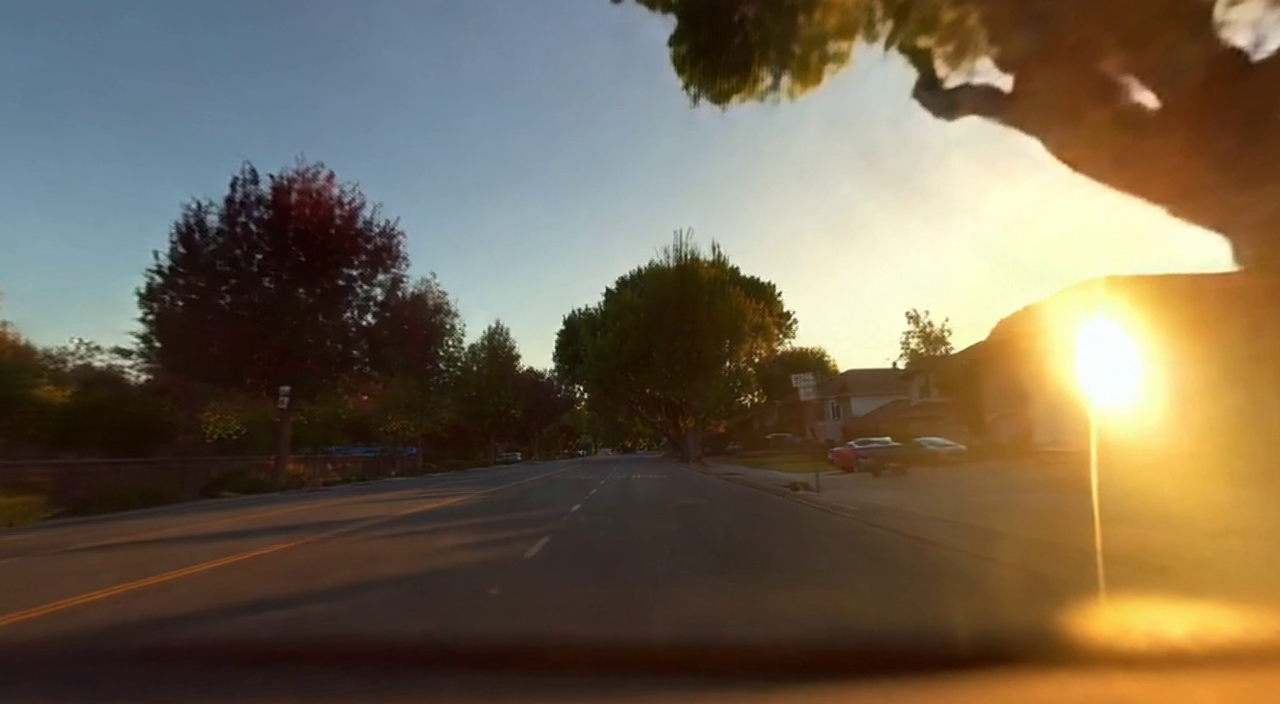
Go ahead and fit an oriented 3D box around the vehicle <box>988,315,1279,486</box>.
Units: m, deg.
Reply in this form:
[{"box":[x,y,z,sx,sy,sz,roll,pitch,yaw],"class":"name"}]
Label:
[{"box":[17.547,1.472,18.697,12.151,4.157,3.709,-1,-15,-6],"class":"vehicle"}]
